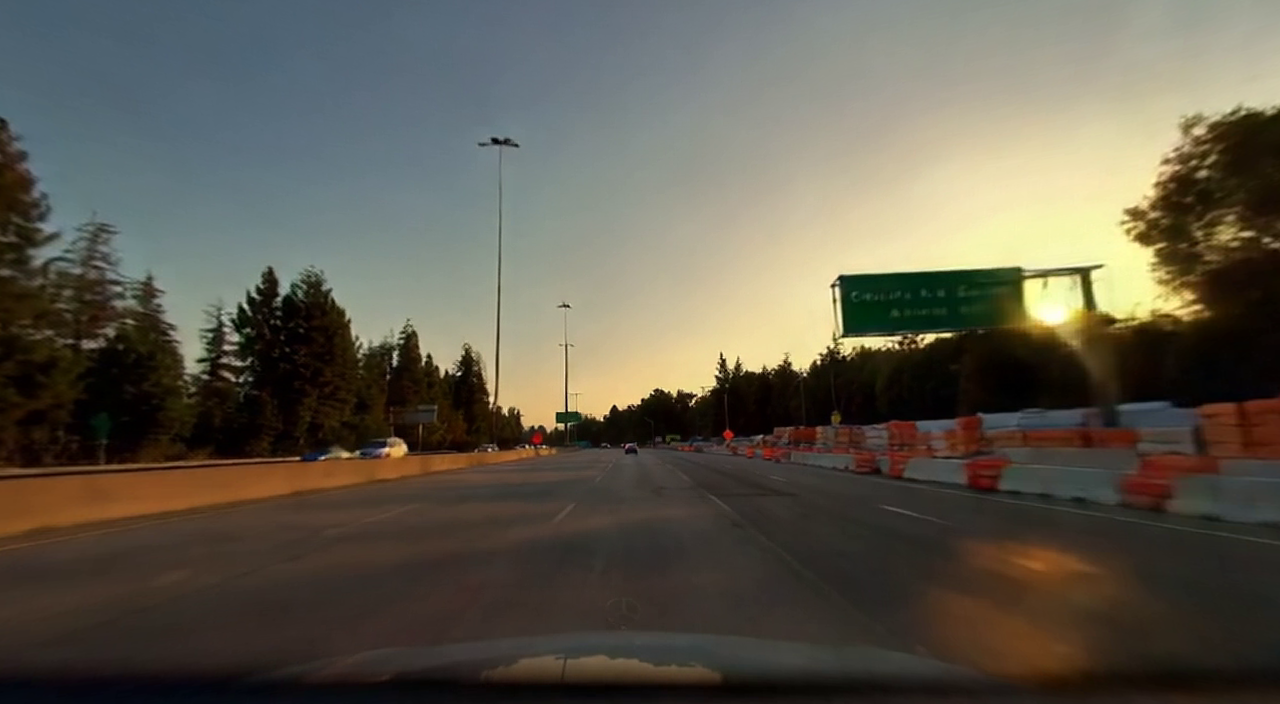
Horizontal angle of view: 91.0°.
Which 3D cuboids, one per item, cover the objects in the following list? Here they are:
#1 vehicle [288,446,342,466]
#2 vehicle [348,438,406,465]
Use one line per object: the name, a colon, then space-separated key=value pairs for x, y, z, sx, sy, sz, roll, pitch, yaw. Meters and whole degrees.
vehicle: x=-25.324 y=8.111 z=49.245 sx=1.935 sy=1.497 sz=4.619 roll=1 pitch=-9 yaw=-2
vehicle: x=-18.819 y=7.143 z=45.342 sx=2.129 sy=1.773 sz=4.963 roll=1 pitch=-9 yaw=-2
